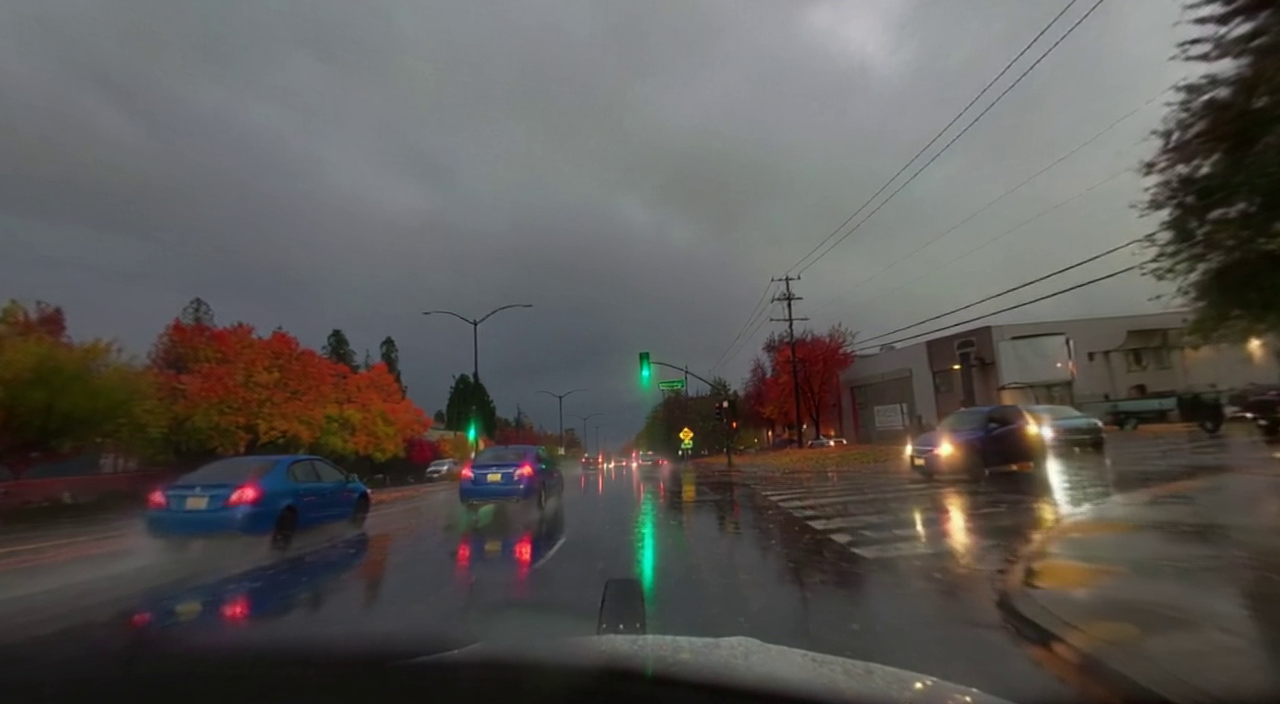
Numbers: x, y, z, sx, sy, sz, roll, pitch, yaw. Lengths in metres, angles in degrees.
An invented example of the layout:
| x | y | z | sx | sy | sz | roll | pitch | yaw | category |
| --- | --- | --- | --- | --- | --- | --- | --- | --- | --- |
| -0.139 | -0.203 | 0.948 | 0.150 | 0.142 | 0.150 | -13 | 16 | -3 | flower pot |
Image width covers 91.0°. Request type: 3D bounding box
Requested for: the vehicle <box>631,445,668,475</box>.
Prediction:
| x | y | z | sx | sy | sz | roll | pitch | yaw | category |
| --- | --- | --- | --- | --- | --- | --- | --- | --- | --- |
| 0.520 | 6.544 | 38.485 | 2.144 | 1.704 | 4.028 | 1 | -9 | -1 | vehicle |

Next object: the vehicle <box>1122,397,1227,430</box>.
| x | y | z | sx | sy | sz | roll | pitch | yaw | category |
| --- | --- | --- | --- | --- | --- | --- | --- | --- | --- |
| 32.775 | 3.843 | 38.764 | 1.936 | 1.662 | 4.334 | 1 | -9 | -26 | vehicle |

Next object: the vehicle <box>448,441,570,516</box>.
| x | y | z | sx | sy | sz | roll | pitch | yaw | category |
| --- | --- | --- | --- | --- | --- | --- | --- | --- | --- |
| -3.210 | 3.198 | 16.510 | 2.085 | 1.663 | 4.513 | 0 | -9 | 2 | vehicle |

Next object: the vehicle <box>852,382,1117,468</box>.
| x | y | z | sx | sy | sz | roll | pitch | yaw | category |
| --- | --- | --- | --- | --- | --- | --- | --- | --- | --- |
| 10.013 | 2.222 | 18.747 | 6.464 | 2.280 | 2.483 | 1 | -9 | -4 | vehicle |

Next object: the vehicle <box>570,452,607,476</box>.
| x | y | z | sx | sy | sz | roll | pitch | yaw | category |
| --- | --- | --- | --- | --- | --- | --- | --- | --- | --- |
| -3.475 | 7.652 | 43.310 | 2.068 | 1.482 | 4.490 | 0 | -9 | 2 | vehicle |

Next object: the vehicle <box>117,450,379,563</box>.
| x | y | z | sx | sy | sz | roll | pitch | yaw | category |
| --- | --- | --- | --- | --- | --- | --- | --- | --- | --- |
| -6.676 | 2.608 | 11.460 | 1.932 | 1.596 | 4.247 | 0 | -9 | 1 | vehicle |
